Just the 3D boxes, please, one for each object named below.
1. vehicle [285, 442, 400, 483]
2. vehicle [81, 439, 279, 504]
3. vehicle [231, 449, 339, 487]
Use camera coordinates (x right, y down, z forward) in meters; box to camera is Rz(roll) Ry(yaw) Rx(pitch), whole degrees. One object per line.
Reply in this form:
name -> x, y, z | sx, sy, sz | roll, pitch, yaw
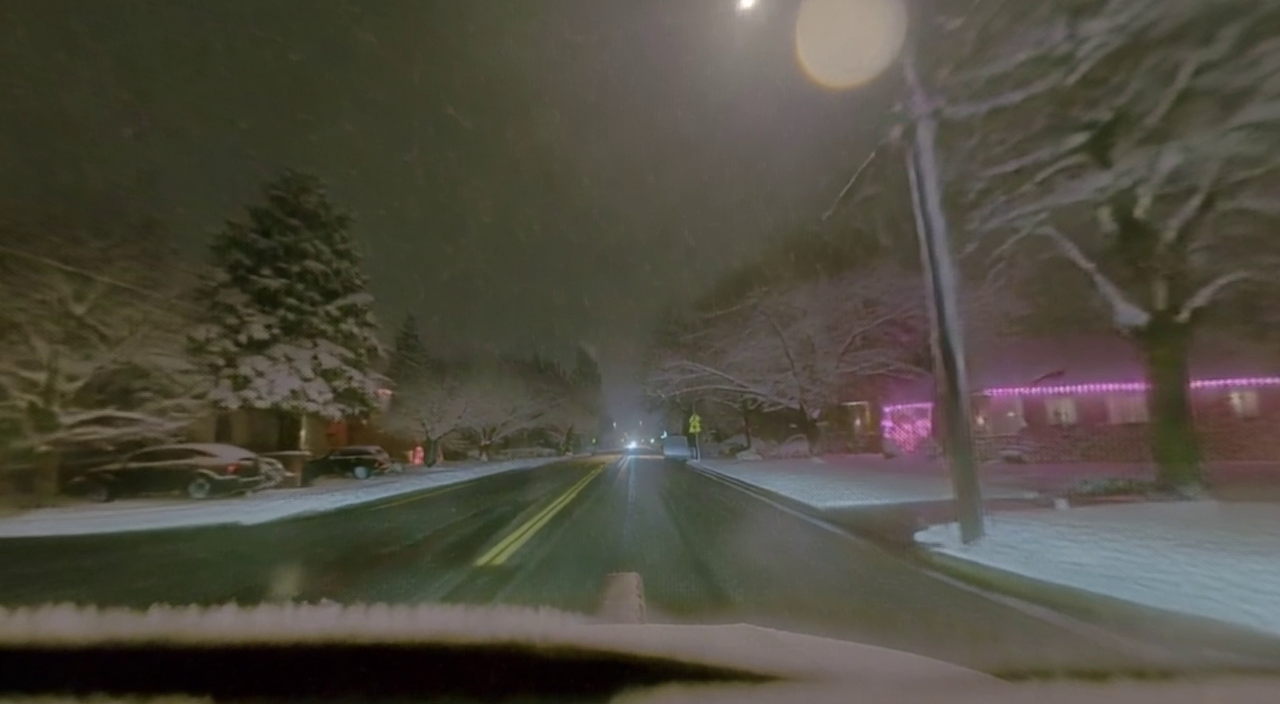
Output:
vehicle -> -14.332, 5.266, 30.368 | 5.275, 1.807, 2.279 | -5, -9, 29
vehicle -> -14.990, 3.838, 20.897 | 2.066, 1.852, 4.782 | -6, -10, 33
vehicle -> -15.473, 5.017, 27.521 | 4.273, 1.459, 2.000 | -5, -9, 27
